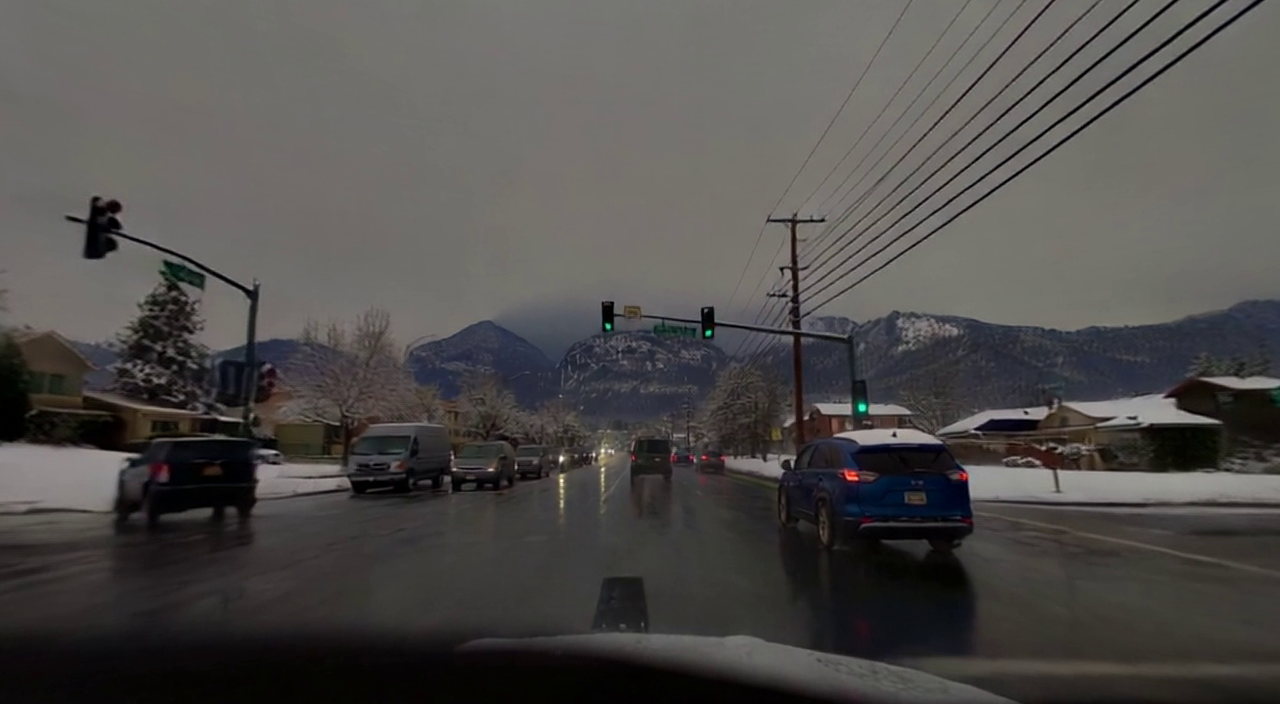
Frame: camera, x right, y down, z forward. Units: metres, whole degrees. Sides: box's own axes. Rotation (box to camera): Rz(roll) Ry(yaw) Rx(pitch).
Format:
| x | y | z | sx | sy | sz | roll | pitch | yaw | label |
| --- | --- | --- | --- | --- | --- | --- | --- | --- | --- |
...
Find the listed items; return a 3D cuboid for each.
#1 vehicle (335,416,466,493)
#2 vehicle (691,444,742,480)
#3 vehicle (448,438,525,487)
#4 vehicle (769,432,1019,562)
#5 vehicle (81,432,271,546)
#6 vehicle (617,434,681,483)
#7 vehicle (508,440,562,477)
| x | y | z | sx | sy | sz | roll | pitch | yaw | label |
| --- | --- | --- | --- | --- | --- | --- | --- | --- | --- |
| -9.300 | 4.082 | 25.395 | 2.725 | 2.710 | 6.304 | 0 | -8 | 0 | vehicle |
| 3.773 | 5.497 | 31.745 | 1.957 | 1.646 | 4.355 | 0 | -8 | -1 | vehicle |
| -6.041 | 4.384 | 25.338 | 1.983 | 1.801 | 4.391 | 0 | -8 | 0 | vehicle |
| 3.800 | 2.241 | 10.620 | 2.155 | 1.658 | 4.721 | 0 | -9 | -1 | vehicle |
| -9.024 | 2.474 | 12.112 | 4.458 | 1.749 | 2.059 | -8 | -12 | 43 | vehicle |
| 0.364 | 4.745 | 28.388 | 2.636 | 2.011 | 5.130 | 0 | -9 | 0 | vehicle |
| -5.705 | 5.849 | 34.870 | 1.993 | 1.884 | 5.481 | 0 | -9 | 0 | vehicle |
